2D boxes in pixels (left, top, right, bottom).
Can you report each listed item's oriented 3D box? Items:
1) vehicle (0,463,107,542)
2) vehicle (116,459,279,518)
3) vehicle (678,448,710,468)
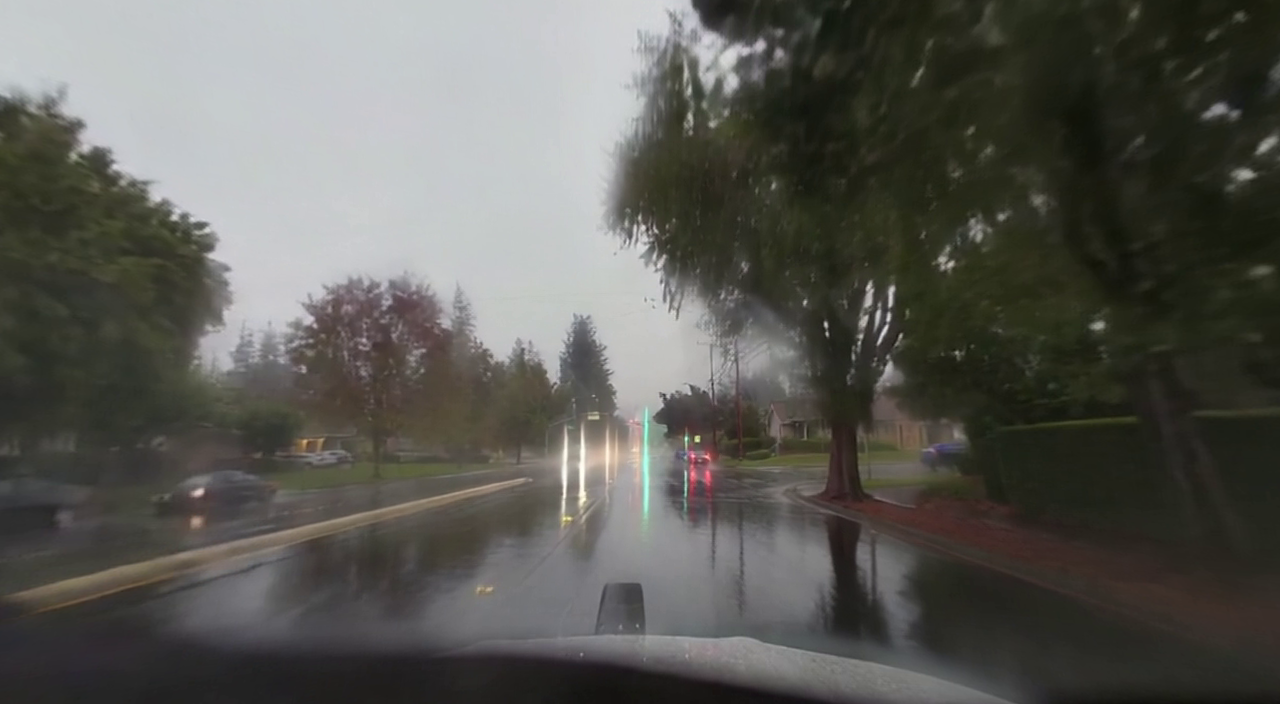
[{"bbox_3d":[-13.850,3.108,12.975,1.936,1.489,4.311,0,-8,2],"label":"vehicle"},{"bbox_3d":[-13.696,4.213,19.962,1.863,1.481,4.363,-2,-9,2],"label":"vehicle"},{"bbox_3d":[4.166,8.211,49.161,2.031,1.500,4.590,0,-8,-1],"label":"vehicle"}]
